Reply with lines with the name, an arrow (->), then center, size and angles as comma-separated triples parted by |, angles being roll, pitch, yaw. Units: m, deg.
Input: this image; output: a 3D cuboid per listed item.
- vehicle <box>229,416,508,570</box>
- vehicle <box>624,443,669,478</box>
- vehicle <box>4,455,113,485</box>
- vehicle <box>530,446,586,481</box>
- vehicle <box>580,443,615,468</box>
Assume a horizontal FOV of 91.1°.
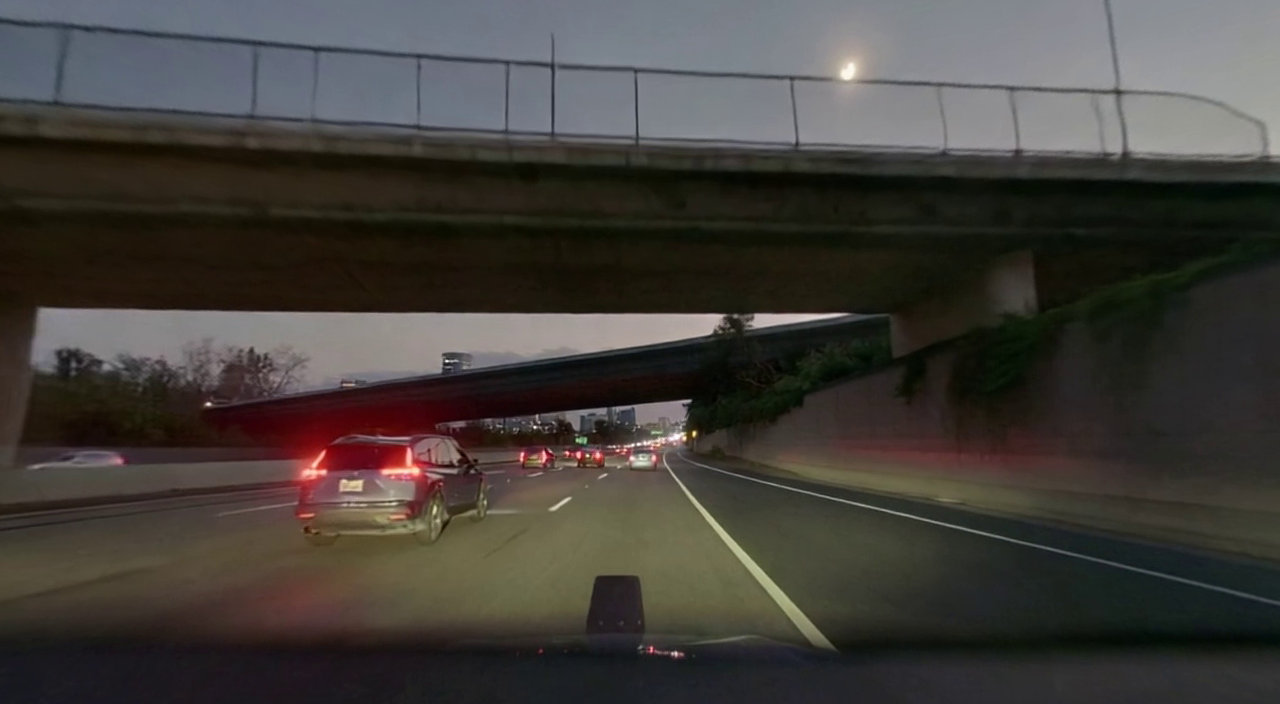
vehicle -> -3.616, 1.956, 9.545 | 2.161, 1.759, 4.482 | 0, -8, 1
vehicle -> 0.295, 5.523, 32.287 | 2.160, 1.678, 4.178 | 0, -8, 0
vehicle -> -32.282, 6.533, 35.041 | 1.859, 1.490, 4.356 | 0, -8, 1
vehicle -> -3.829, 5.281, 30.027 | 1.997, 1.490, 4.471 | 0, -8, 1
vehicle -> -3.186, 7.888, 48.114 | 2.237, 1.841, 4.683 | 0, -8, 1
